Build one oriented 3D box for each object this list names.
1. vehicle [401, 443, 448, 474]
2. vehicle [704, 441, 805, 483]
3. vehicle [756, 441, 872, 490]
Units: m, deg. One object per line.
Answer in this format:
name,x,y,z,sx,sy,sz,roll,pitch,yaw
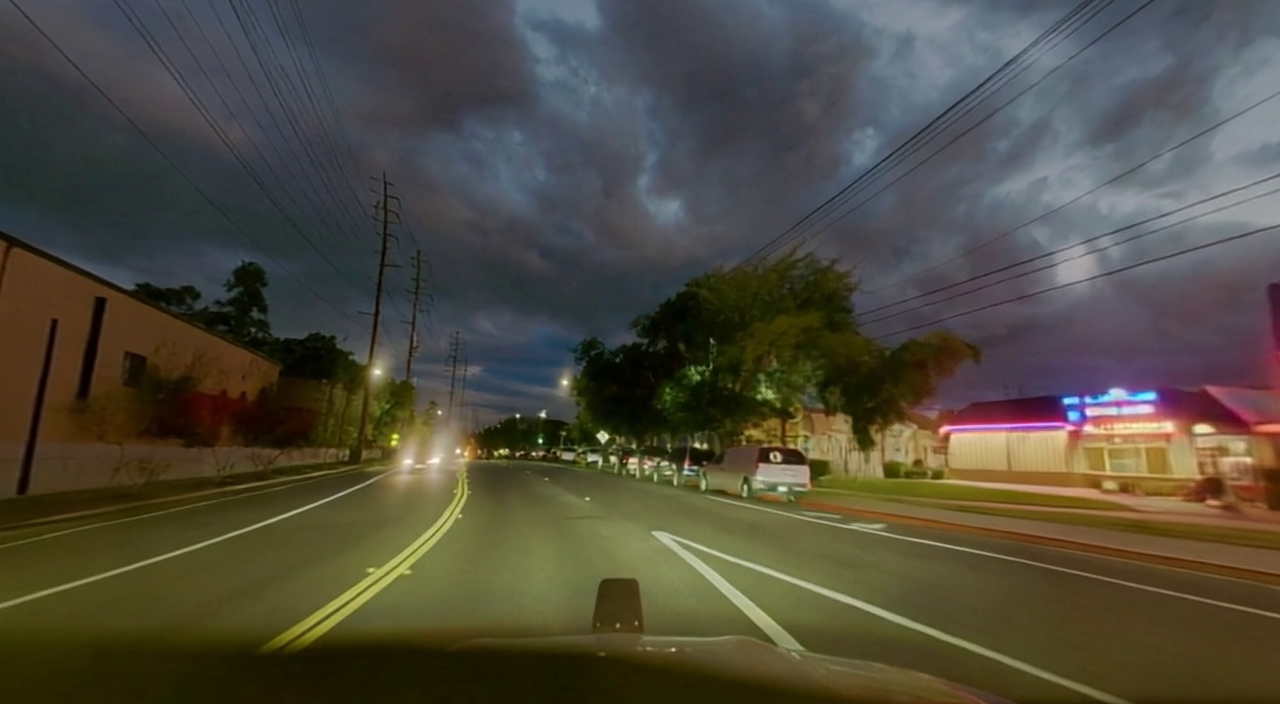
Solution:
vehicle,-11.462,5.653,33.769,2.122,1.517,4.465,2,-9,-16
vehicle,4.784,4.448,25.891,2.057,1.564,4.502,-7,-11,40
vehicle,6.255,3.910,22.255,2.074,1.526,4.853,-7,-11,40
